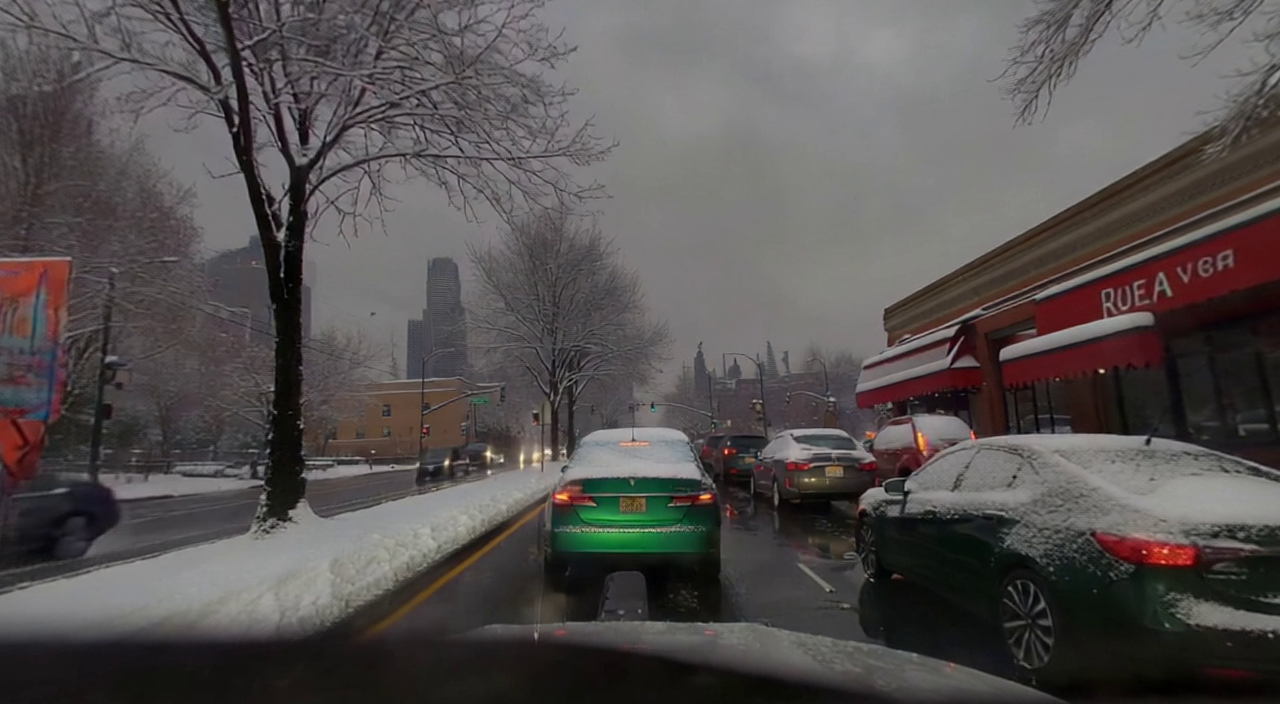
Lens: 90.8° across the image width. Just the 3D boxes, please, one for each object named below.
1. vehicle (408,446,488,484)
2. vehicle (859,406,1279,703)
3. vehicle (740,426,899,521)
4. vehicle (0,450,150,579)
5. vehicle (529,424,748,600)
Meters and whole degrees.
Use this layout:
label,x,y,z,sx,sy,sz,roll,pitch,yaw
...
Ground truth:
label,x,y,z,sx,sy,sz,roll,pitch,yaw
vehicle,-8.275,4.897,27.679,2.169,1.477,4.168,0,-9,0
vehicle,3.303,1.255,4.484,1.988,1.480,4.195,0,-9,0
vehicle,3.535,2.481,13.425,2.025,1.660,4.263,0,-9,-1
vehicle,-8.109,1.825,7.033,1.850,1.417,4.321,0,-9,0
vehicle,-0.025,1.652,7.293,1.887,1.487,3.535,0,-9,0
